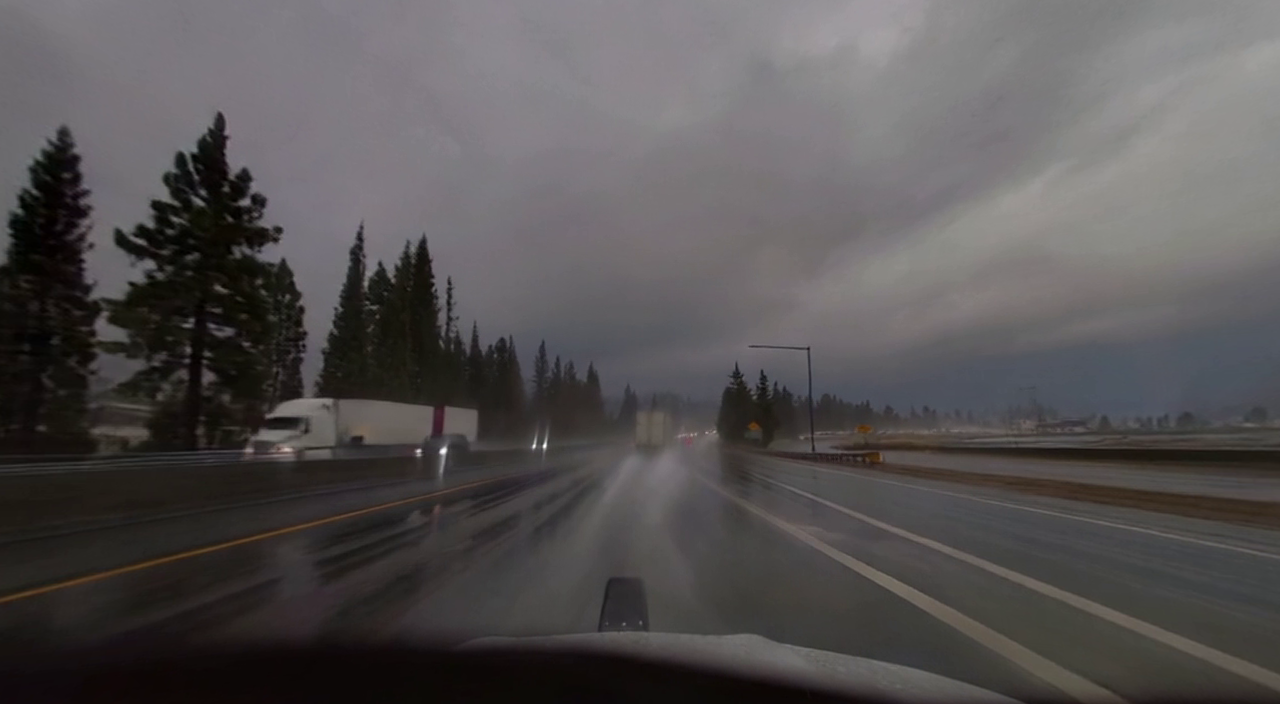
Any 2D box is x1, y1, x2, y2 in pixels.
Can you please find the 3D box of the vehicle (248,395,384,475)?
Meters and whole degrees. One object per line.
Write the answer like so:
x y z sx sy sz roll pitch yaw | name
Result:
-17.592 4.662 35.144 2.932 3.872 8.603 0 -8 0 | vehicle

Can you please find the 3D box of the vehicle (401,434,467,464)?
-13.013 6.176 40.307 2.292 1.721 5.657 0 -8 0 | vehicle
